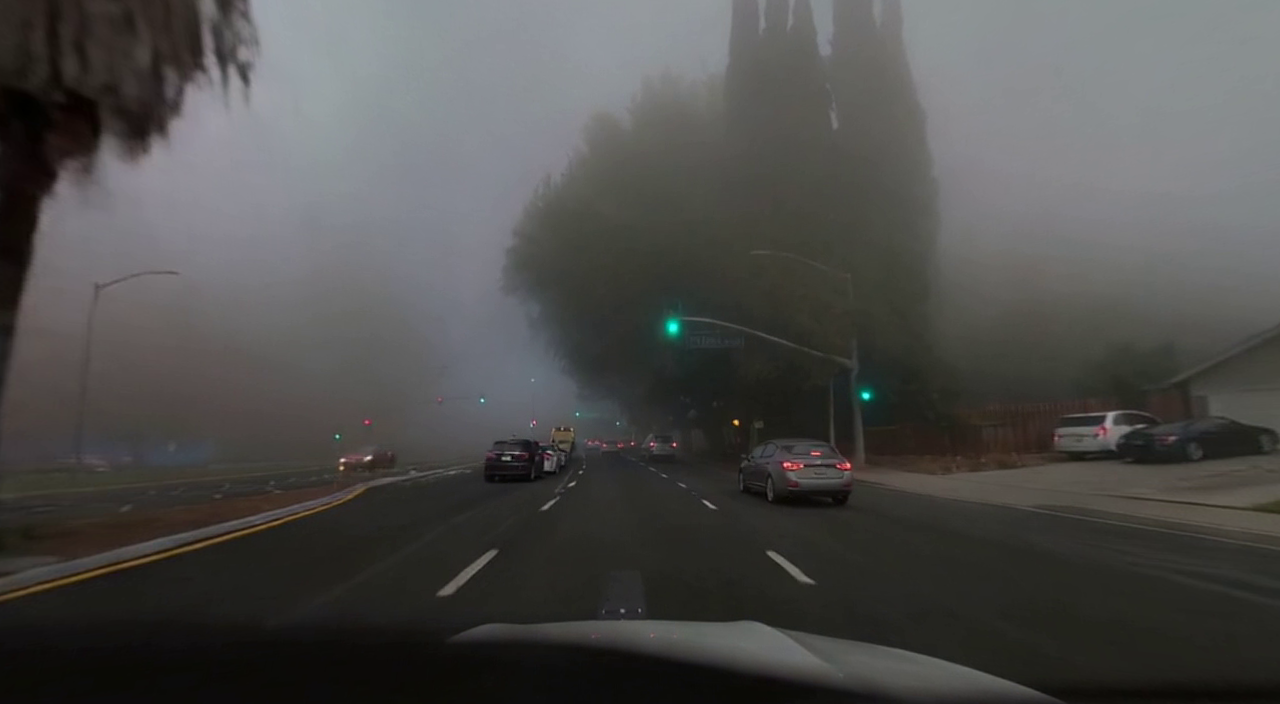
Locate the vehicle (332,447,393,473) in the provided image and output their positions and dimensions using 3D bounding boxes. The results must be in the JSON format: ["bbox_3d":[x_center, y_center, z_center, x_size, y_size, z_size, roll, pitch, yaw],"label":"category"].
[{"bbox_3d":[-16.625,6.454,38.099,2.004,1.465,4.300,0,-8,-4],"label":"vehicle"}]

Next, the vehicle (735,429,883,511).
[{"bbox_3d":[3.419,2.467,13.687,1.870,1.491,4.009,0,-8,-3],"label":"vehicle"}]

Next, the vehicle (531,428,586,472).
[{"bbox_3d":[-3.868,4.819,31.214,2.354,1.948,6.355,0,-8,-4],"label":"vehicle"}]

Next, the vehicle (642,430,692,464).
[{"bbox_3d":[1.608,6.042,40.298,2.391,1.960,5.600,1,-8,-5],"label":"vehicle"}]

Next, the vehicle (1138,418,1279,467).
[{"bbox_3d":[19.635,3.072,21.605,4.372,1.425,1.833,0,-8,-18],"label":"vehicle"}]

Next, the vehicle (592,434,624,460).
[{"bbox_3d":[-2.462,7.269,48.172,2.164,1.867,4.254,1,-8,-6],"label":"vehicle"}]

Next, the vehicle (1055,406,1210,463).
[{"bbox_3d":[19.418,3.267,24.943,5.335,2.053,2.123,3,-9,-20],"label":"vehicle"}]

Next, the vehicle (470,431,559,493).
[{"bbox_3d":[-3.547,3.175,18.606,1.922,1.577,4.140,0,-8,-2],"label":"vehicle"}]
